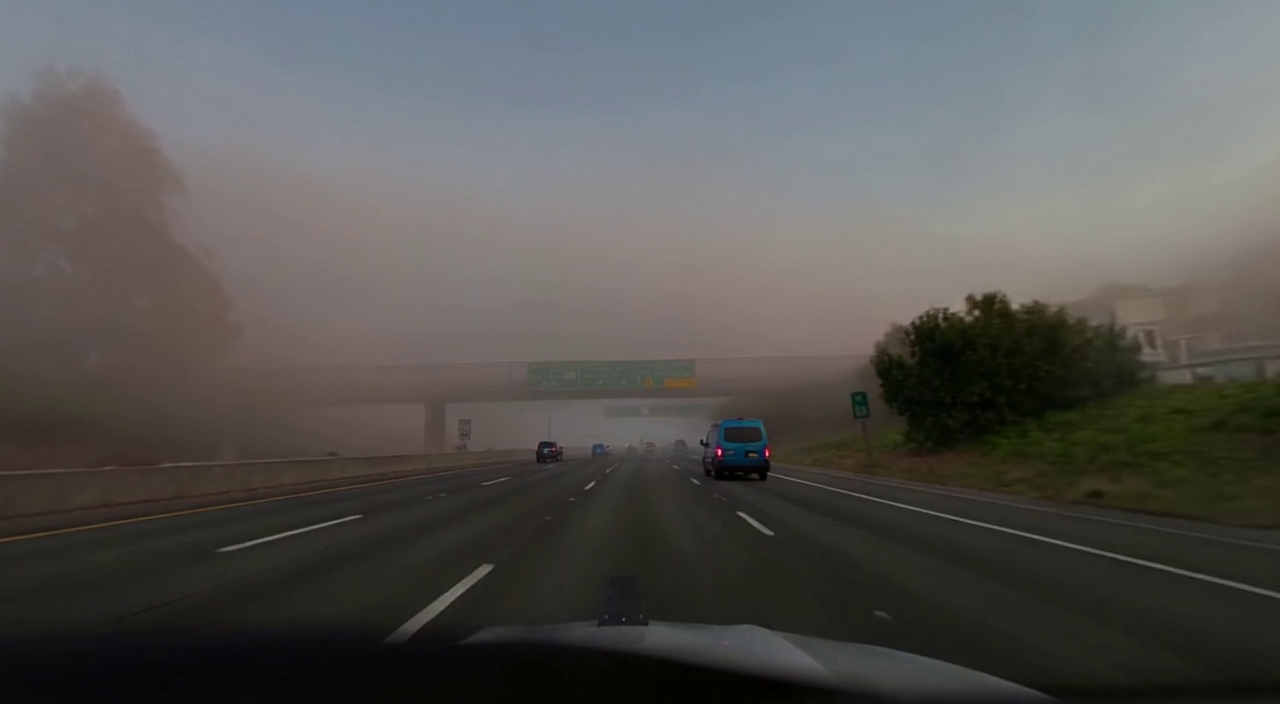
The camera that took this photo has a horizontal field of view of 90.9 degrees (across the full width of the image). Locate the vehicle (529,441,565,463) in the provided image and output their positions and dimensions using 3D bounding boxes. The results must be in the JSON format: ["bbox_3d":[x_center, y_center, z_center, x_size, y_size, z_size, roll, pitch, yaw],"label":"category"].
[{"bbox_3d":[-7.246,7.873,49.695,2.068,1.632,4.623,-1,-8,1],"label":"vehicle"}]

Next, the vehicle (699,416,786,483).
[{"bbox_3d":[3.767,3.739,24.323,2.347,2.234,5.352,0,-8,-1],"label":"vehicle"}]

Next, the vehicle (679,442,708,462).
[{"bbox_3d":[4.200,7.889,49.779,1.883,1.456,4.044,0,-8,-1],"label":"vehicle"}]

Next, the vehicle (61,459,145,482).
[{"bbox_3d":[-37.820,8.335,44.581,1.866,1.477,4.659,0,-8,0],"label":"vehicle"}]
